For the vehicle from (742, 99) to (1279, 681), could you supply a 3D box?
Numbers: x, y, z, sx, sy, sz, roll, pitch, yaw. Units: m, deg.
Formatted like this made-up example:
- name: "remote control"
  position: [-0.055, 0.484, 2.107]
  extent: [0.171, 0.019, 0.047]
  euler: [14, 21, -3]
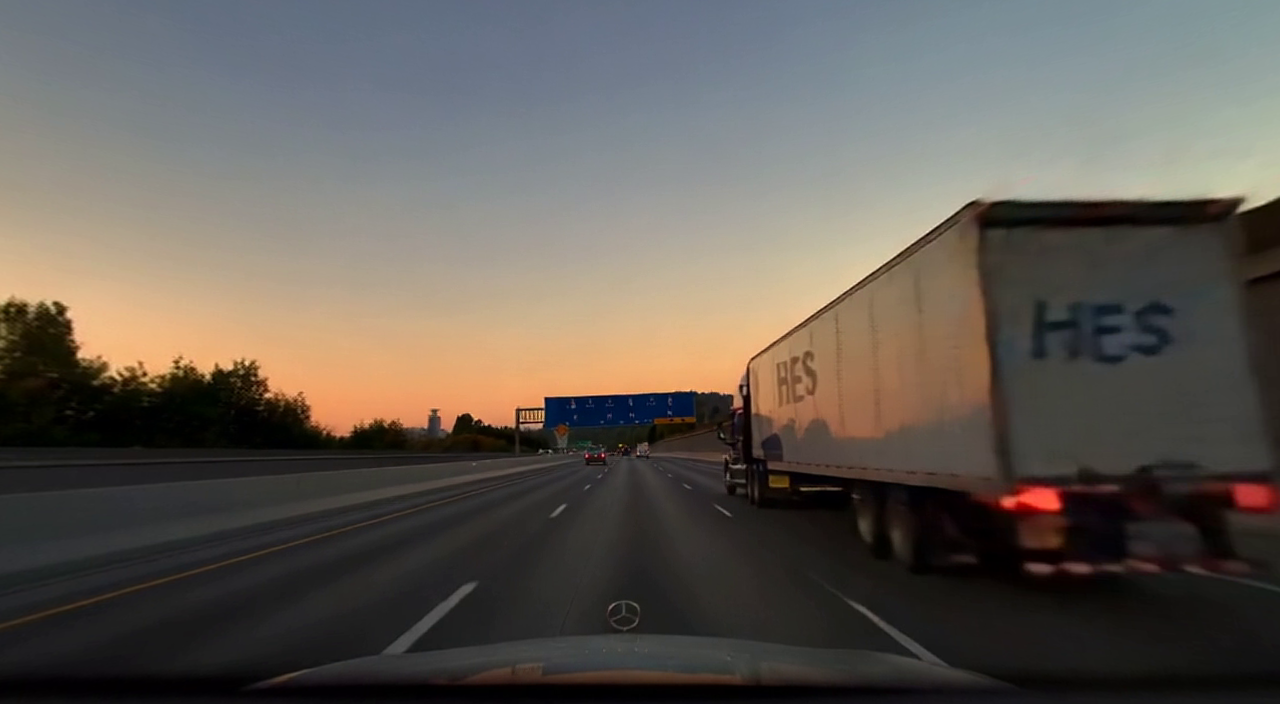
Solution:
- name: "vehicle"
  position: [4.065, 1.034, 9.767]
  extent: [2.823, 3.509, 12.118]
  euler: [0, -9, 0]
